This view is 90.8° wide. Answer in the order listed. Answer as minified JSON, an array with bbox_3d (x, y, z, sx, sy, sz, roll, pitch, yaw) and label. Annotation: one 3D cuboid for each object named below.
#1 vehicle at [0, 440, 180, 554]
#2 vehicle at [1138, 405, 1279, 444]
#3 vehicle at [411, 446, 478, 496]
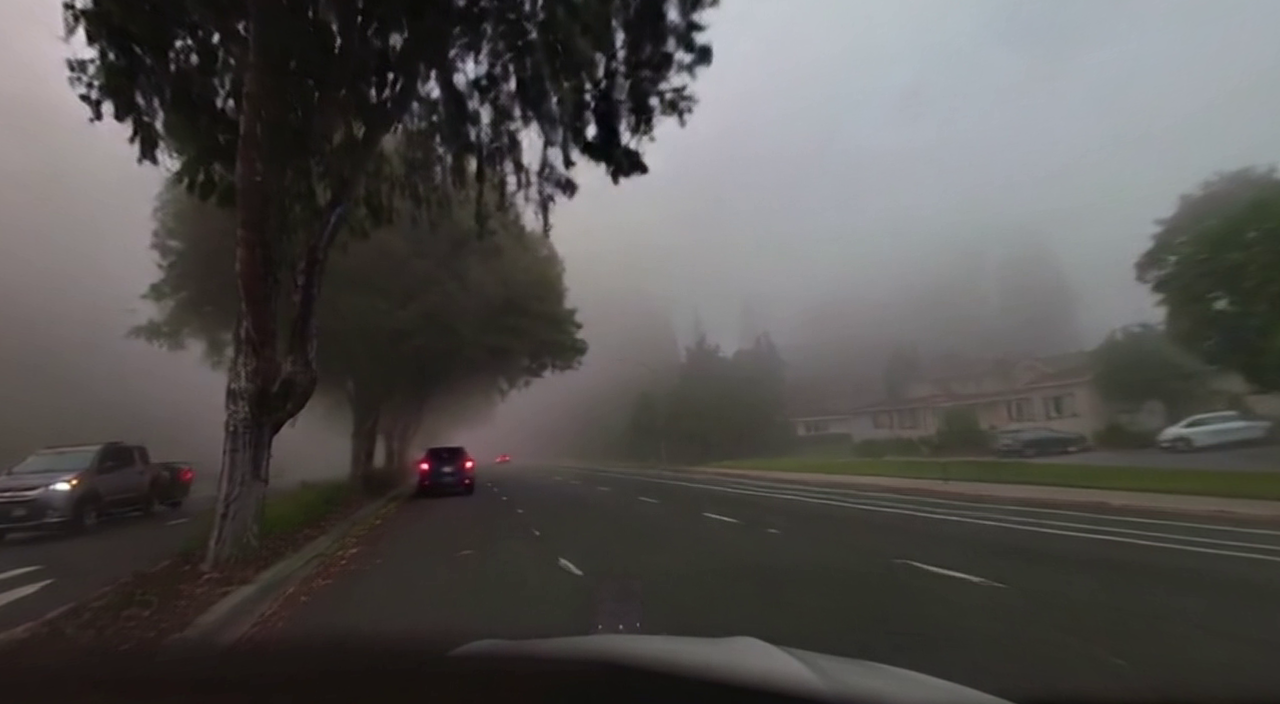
[{"bbox_3d":[-12.829,3.065,14.196,2.386,2.101,4.923,2,-8,-16],"label":"vehicle"},{"bbox_3d":[23.866,3.085,26.537,4.220,1.519,2.560,2,-8,-17],"label":"vehicle"},{"bbox_3d":[-7.112,4.257,23.067,2.093,1.591,4.247,2,-8,-17],"label":"vehicle"}]
